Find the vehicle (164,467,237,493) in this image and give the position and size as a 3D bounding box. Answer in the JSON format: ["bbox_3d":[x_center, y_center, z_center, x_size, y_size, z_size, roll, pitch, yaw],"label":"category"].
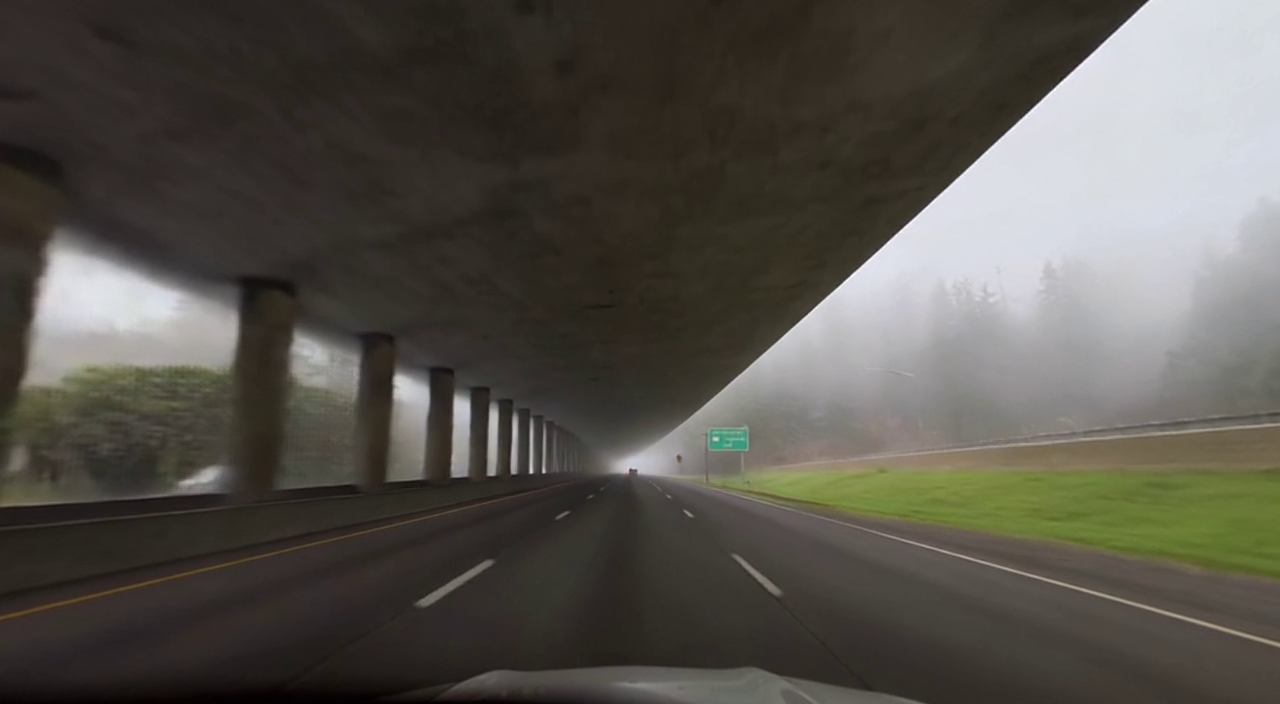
[{"bbox_3d":[-30.487,8.848,43.848,1.904,1.675,4.320,1,-10,0],"label":"vehicle"}]

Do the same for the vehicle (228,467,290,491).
[{"bbox_3d":[-26.128,8.720,43.320,1.823,1.534,3.726,1,-10,1],"label":"vehicle"}]
